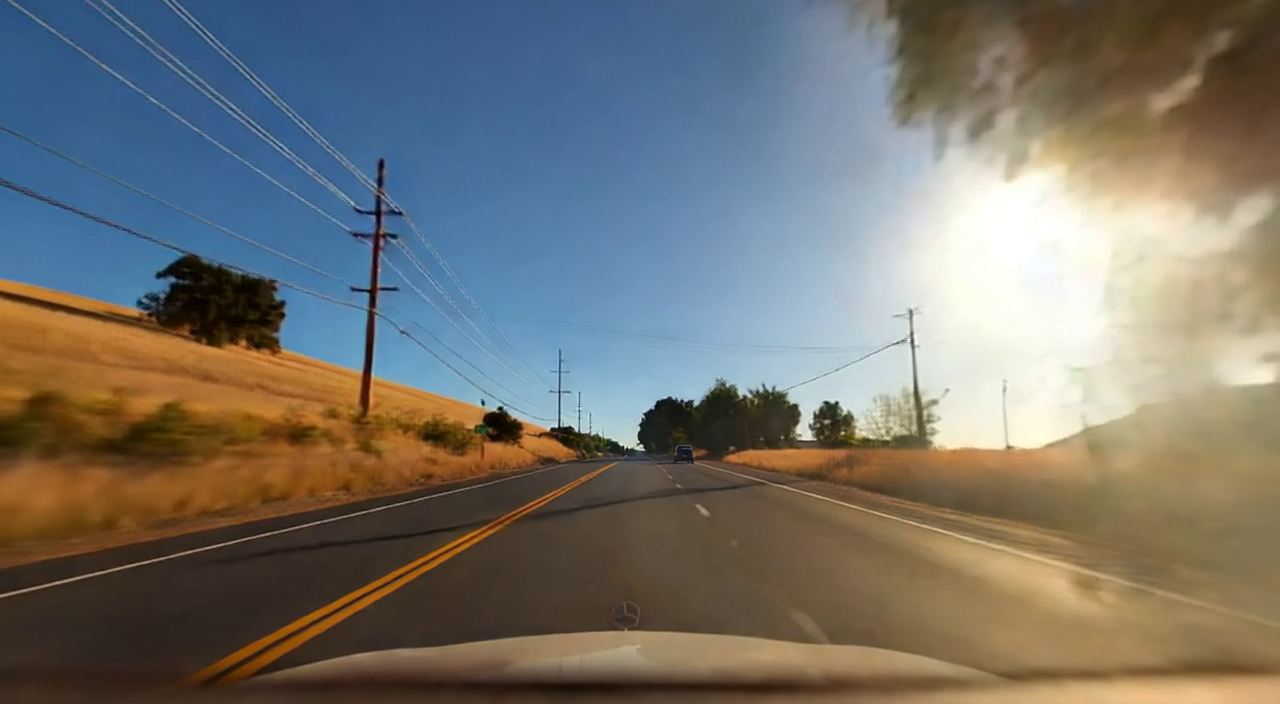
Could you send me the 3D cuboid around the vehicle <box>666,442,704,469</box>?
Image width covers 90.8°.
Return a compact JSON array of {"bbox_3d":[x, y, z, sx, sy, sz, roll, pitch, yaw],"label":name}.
[{"bbox_3d":[3.007,6.992,42.883,2.135,1.692,4.185,0,-9,-2],"label":"vehicle"}]
